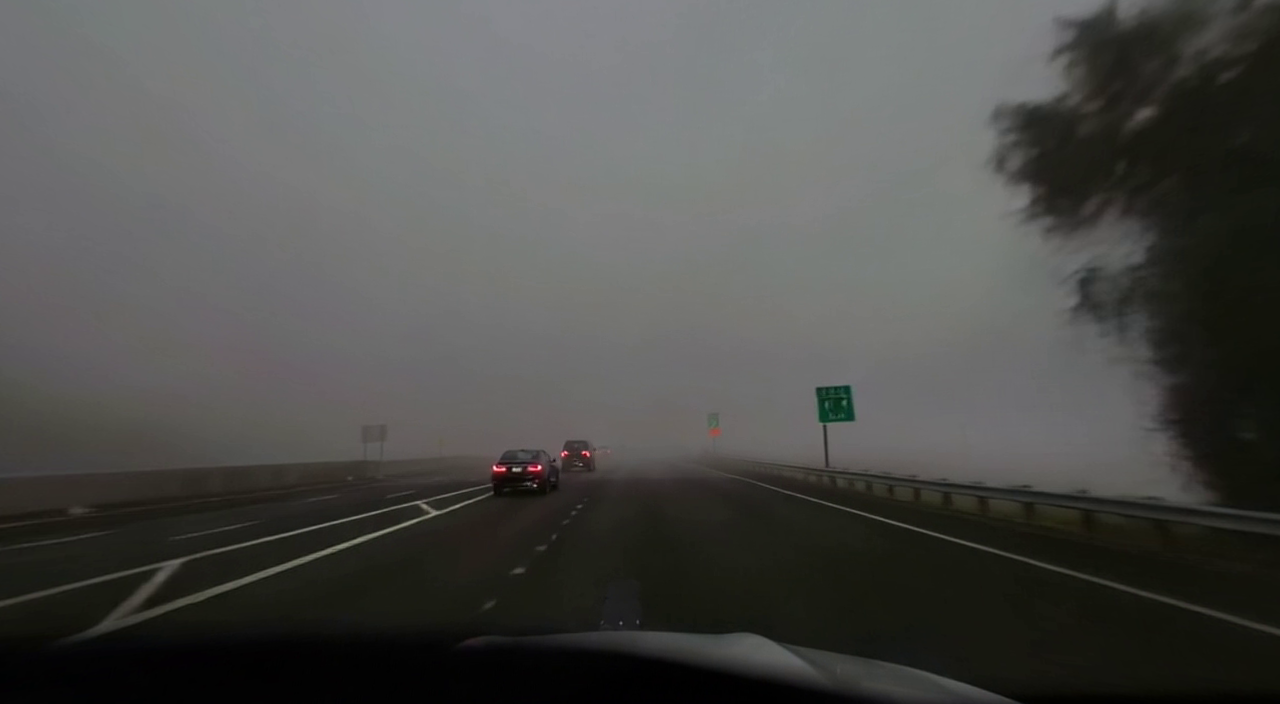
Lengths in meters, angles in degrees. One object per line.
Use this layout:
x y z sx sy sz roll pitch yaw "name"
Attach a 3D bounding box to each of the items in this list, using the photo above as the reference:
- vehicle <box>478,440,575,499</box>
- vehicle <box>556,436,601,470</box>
-3.249 3.487 19.048 2.044 1.527 4.607 -1 -9 1 "vehicle"
-3.630 6.065 37.920 2.177 1.852 4.427 -1 -9 1 "vehicle"
